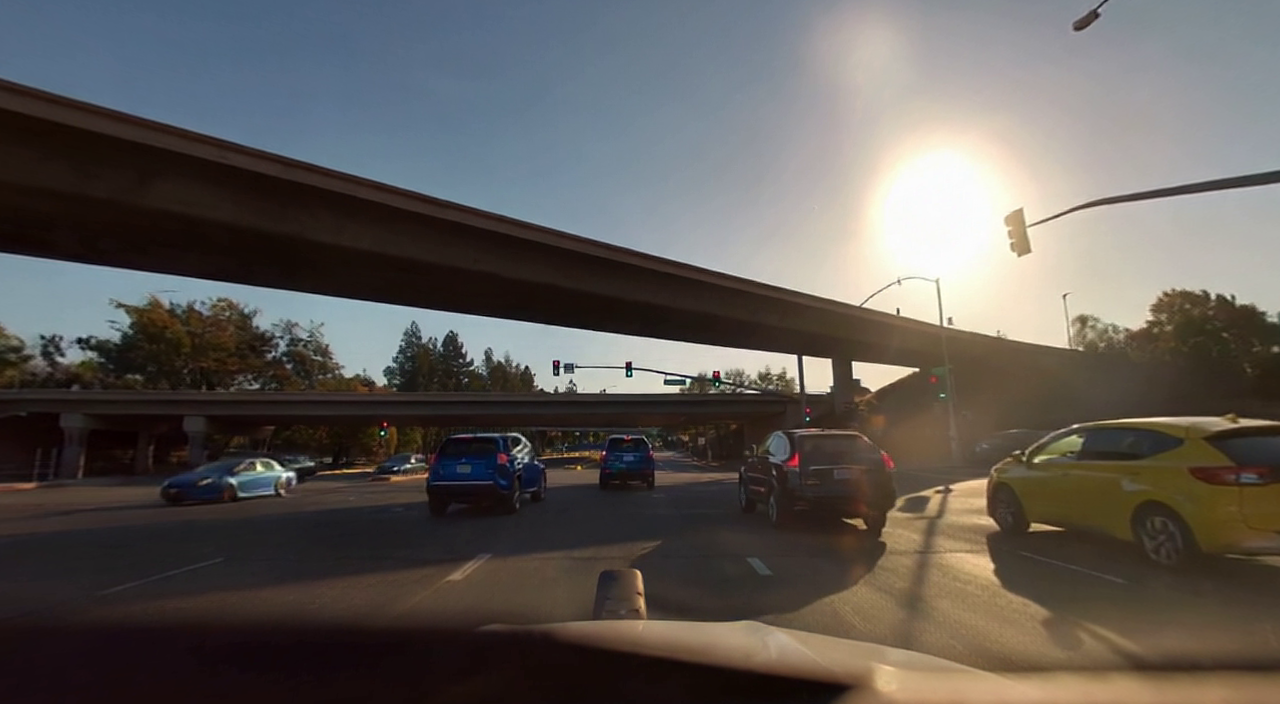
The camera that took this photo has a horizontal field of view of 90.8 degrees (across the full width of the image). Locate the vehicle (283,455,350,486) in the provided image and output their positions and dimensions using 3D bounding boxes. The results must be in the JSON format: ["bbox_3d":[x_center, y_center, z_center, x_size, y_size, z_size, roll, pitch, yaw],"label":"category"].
[{"bbox_3d":[-23.441,8.562,46.031,2.039,1.965,5.291,0,-8,0],"label":"vehicle"}]

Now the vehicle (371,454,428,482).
[{"bbox_3d":[-16.297,7.864,43.045,2.007,1.730,4.774,0,-8,0],"label":"vehicle"}]

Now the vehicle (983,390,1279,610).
[{"bbox_3d":[6.239,1.507,7.287,2.074,1.785,4.320,0,-8,0],"label":"vehicle"}]

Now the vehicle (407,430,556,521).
[{"bbox_3d":[-3.434,2.782,14.811,2.060,1.768,4.681,-1,-8,3],"label":"vehicle"}]

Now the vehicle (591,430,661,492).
[{"bbox_3d":[-0.506,4.004,23.577,2.342,2.026,4.642,0,-8,-1],"label":"vehicle"}]

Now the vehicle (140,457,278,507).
[{"bbox_3d":[-15.620,4.691,23.280,1.859,1.542,4.657,0,-8,-1],"label":"vehicle"}]
